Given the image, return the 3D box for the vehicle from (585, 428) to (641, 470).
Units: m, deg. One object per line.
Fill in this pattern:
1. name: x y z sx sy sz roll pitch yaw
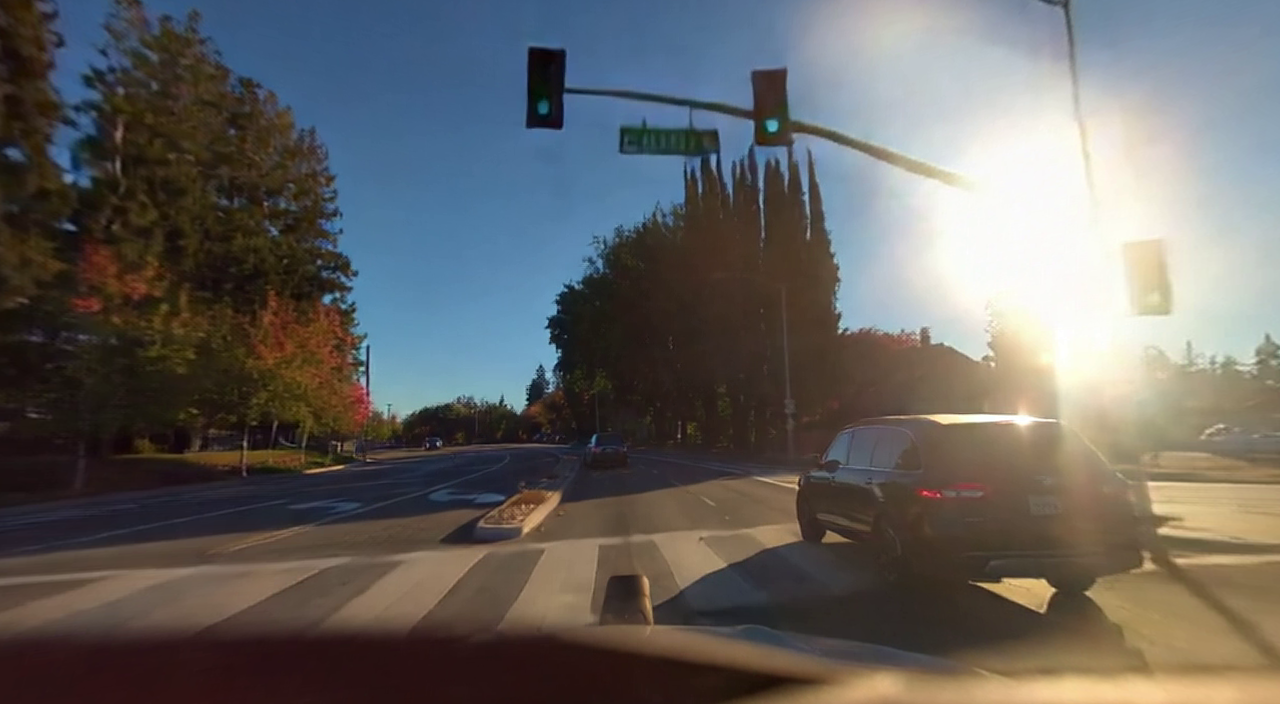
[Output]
1. vehicle: -1.393 4.687 30.675 2.185 1.822 4.583 2 -8 -9

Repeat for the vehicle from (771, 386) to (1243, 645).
1. vehicle: 2.898 1.393 6.500 2.024 1.686 4.588 1 -8 -1
